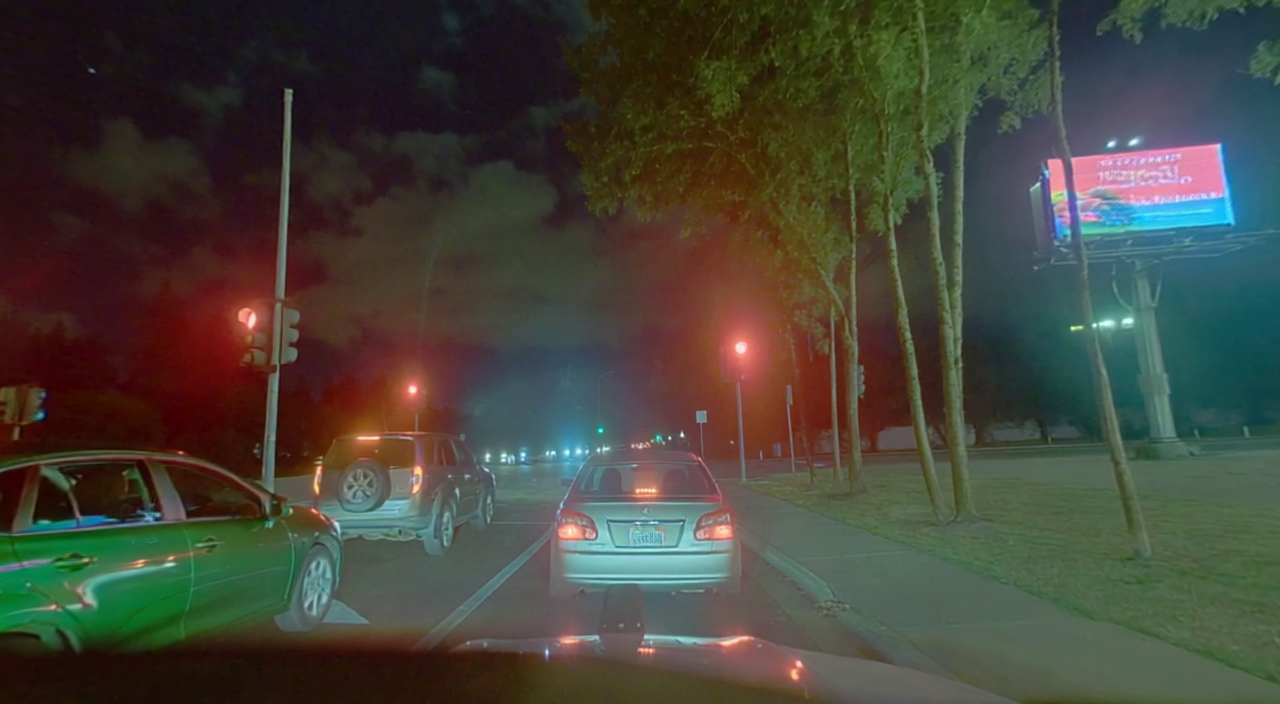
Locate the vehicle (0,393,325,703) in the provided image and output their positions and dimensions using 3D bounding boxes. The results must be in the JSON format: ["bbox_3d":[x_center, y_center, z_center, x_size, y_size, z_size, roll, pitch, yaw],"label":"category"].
[{"bbox_3d":[-3.150,0.953,2.430,1.808,1.520,3.846,-1,-9,1],"label":"vehicle"}]

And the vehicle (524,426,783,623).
[{"bbox_3d":[0.040,1.587,6.625,1.977,1.467,3.474,0,-9,-2],"label":"vehicle"}]

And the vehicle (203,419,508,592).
[{"bbox_3d":[-3.170,1.790,8.144,1.950,1.628,4.082,-1,-9,1],"label":"vehicle"}]
